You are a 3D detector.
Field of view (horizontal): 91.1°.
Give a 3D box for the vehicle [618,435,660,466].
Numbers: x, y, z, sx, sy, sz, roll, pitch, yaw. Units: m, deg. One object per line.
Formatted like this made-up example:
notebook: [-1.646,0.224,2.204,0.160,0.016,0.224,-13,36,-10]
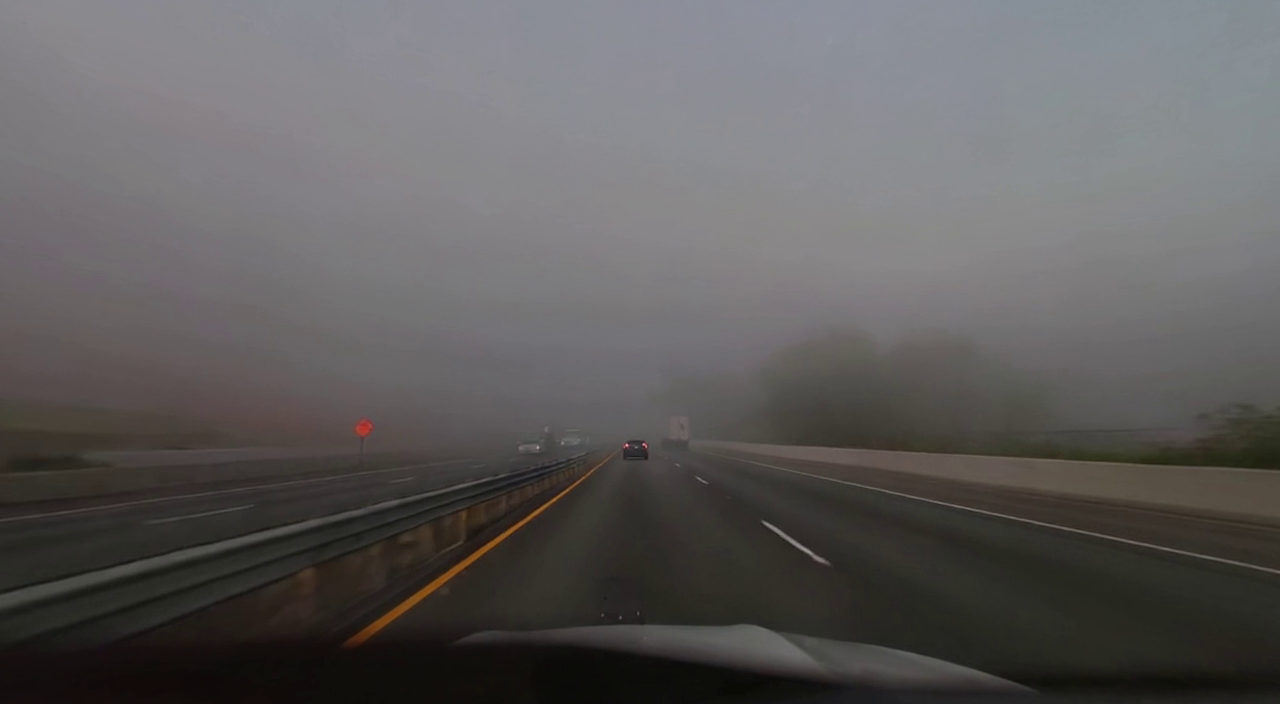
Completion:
vehicle: [-0.047,5.006,32.180,2.004,1.472,4.075,0,-8,0]
